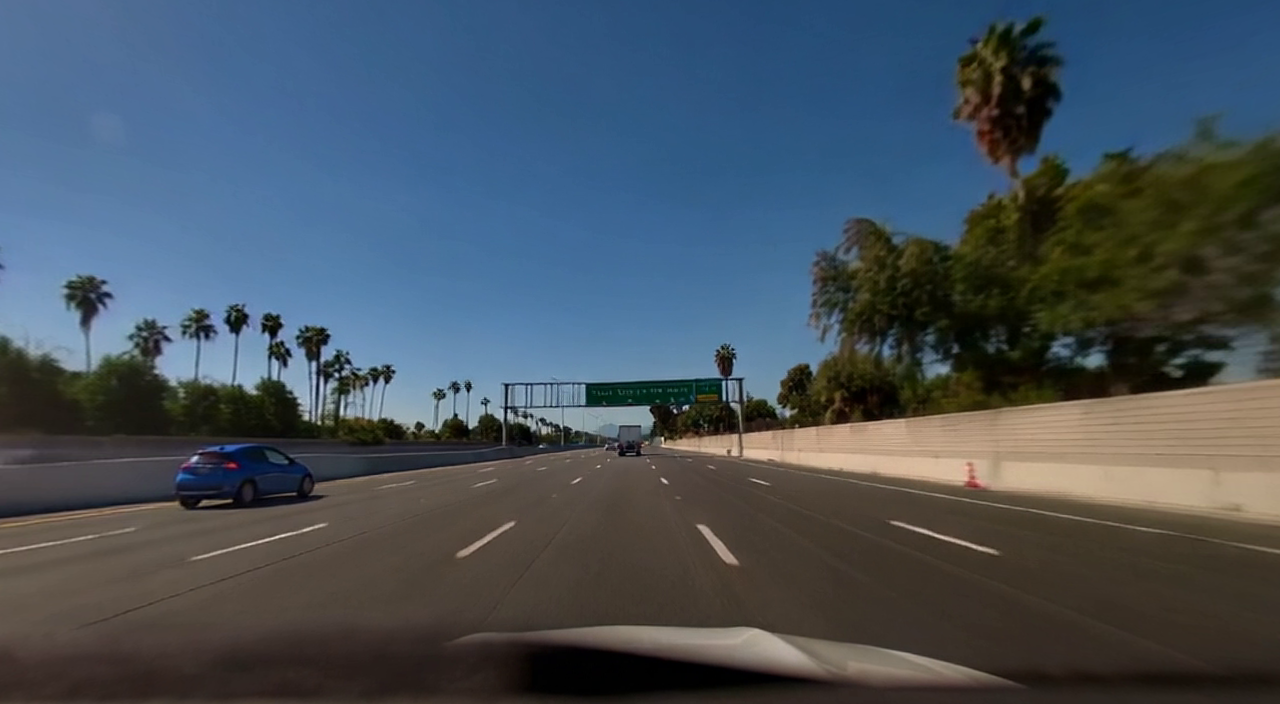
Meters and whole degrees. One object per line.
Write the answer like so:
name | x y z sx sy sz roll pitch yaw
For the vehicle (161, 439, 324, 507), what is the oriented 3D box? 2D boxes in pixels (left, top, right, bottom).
vehicle | -10.880 3.315 17.726 1.897 1.653 4.113 0 -9 -1
